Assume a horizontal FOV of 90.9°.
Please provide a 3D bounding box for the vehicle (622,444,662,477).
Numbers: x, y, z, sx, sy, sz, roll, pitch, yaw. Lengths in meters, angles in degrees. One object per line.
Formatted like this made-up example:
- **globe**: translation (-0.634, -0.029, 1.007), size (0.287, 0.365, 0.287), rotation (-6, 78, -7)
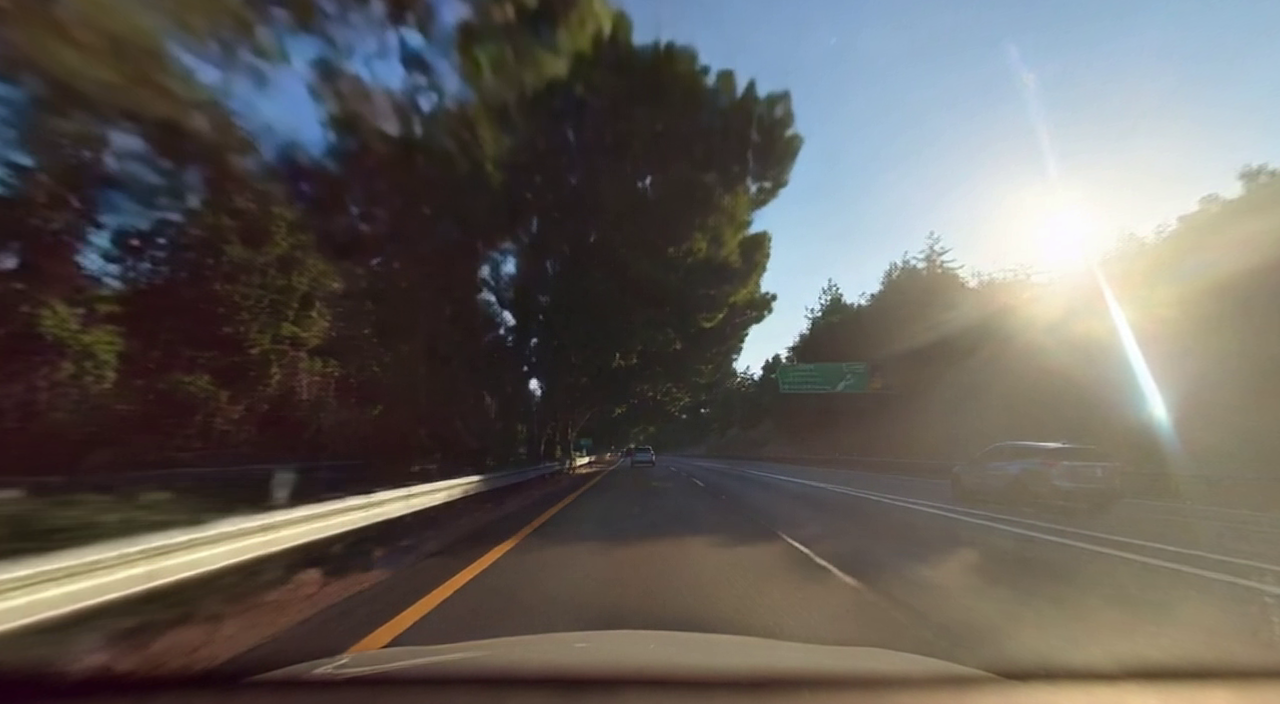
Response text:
- **vehicle**: translation (0.069, 5.770, 33.615), size (1.987, 1.658, 3.620), rotation (0, -9, -1)
